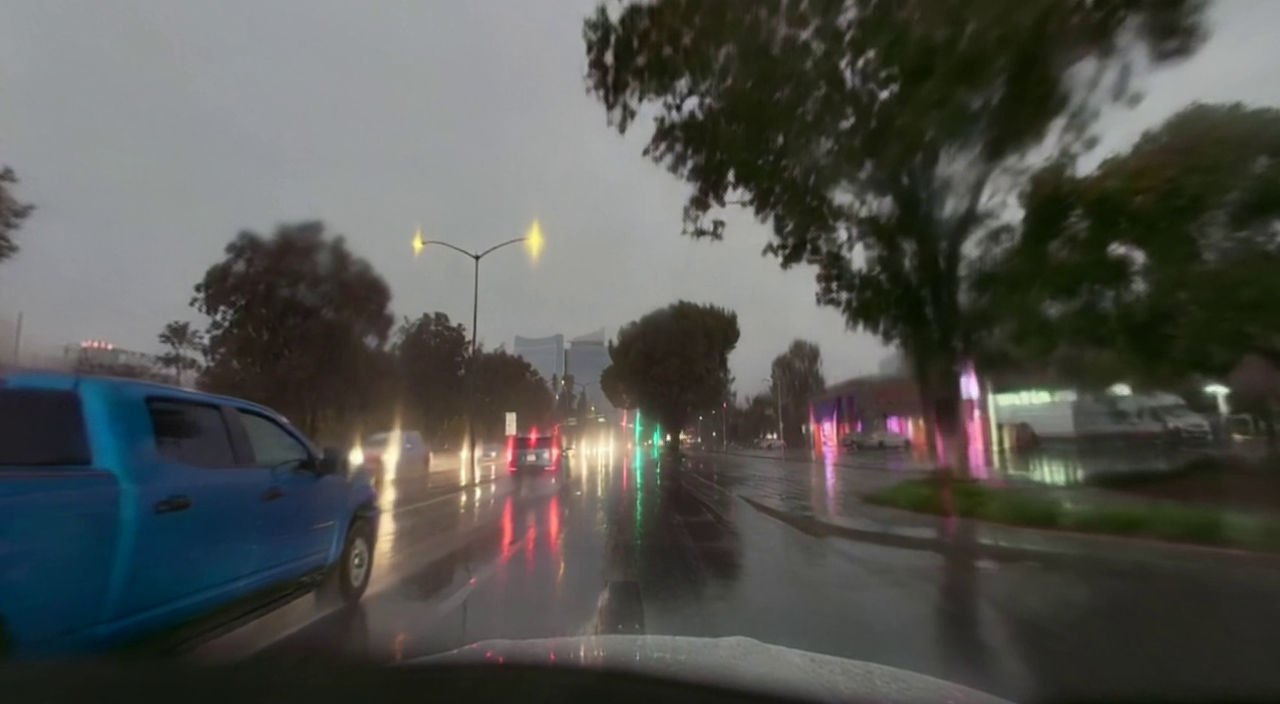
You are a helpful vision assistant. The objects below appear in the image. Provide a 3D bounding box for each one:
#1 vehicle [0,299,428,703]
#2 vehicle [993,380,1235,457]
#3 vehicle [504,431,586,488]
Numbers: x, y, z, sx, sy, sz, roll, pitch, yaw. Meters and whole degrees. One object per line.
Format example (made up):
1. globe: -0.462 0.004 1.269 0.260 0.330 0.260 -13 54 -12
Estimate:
1. vehicle: -3.206 0.929 3.341 2.277 1.801 5.250 0 -8 1
2. vehicle: 26.160 4.063 36.495 2.948 3.576 13.937 1 -8 -2
3. vehicle: -3.251 3.805 22.694 2.065 1.790 5.417 0 -8 1
